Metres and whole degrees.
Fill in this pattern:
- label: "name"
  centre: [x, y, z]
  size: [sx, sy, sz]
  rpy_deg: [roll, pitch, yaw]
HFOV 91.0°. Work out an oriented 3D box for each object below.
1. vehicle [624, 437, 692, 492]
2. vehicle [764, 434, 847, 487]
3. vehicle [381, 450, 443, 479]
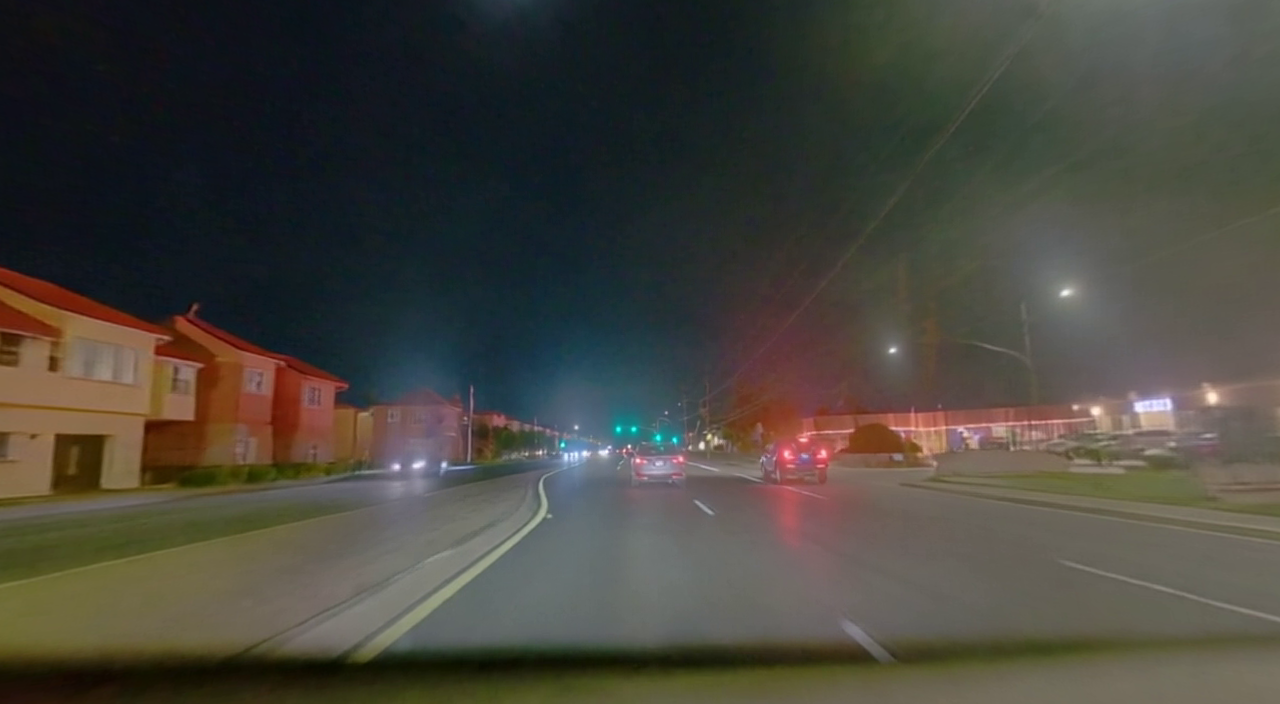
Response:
- label: "vehicle"
  centre: [0.551, 3.836, 21.838]
  size: [2.138, 1.702, 4.168]
  rpy_deg: [0, -9, 0]
- label: "vehicle"
  centre: [6.311, 4.186, 24.531]
  size: [2.061, 1.889, 4.268]
  rpy_deg: [0, -9, 0]
- label: "vehicle"
  centre: [-13.948, 6.890, 38.772]
  size: [2.011, 1.670, 4.360]
  rpy_deg: [-1, -9, 3]
